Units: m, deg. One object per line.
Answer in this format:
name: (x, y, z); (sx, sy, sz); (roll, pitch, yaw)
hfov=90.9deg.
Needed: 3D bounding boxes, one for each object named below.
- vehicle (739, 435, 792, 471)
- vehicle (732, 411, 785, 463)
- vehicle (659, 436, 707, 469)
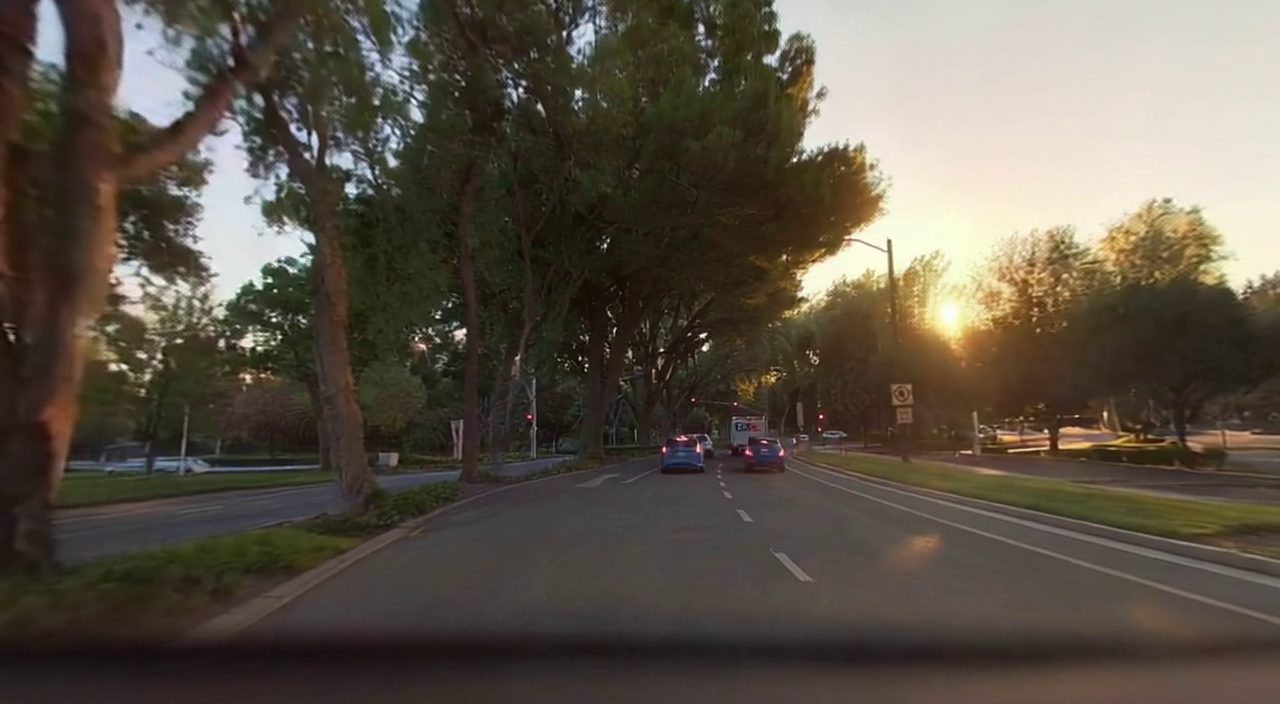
vehicle: (5.680, 4.631, 29.008); (1.989, 1.497, 4.436); (-1, -8, 6)
vehicle: (7.539, 5.584, 41.054); (2.721, 3.047, 7.204); (-1, -9, 6)
vehicle: (2.164, 4.887, 30.723); (2.066, 1.482, 4.273); (-1, -8, 7)
